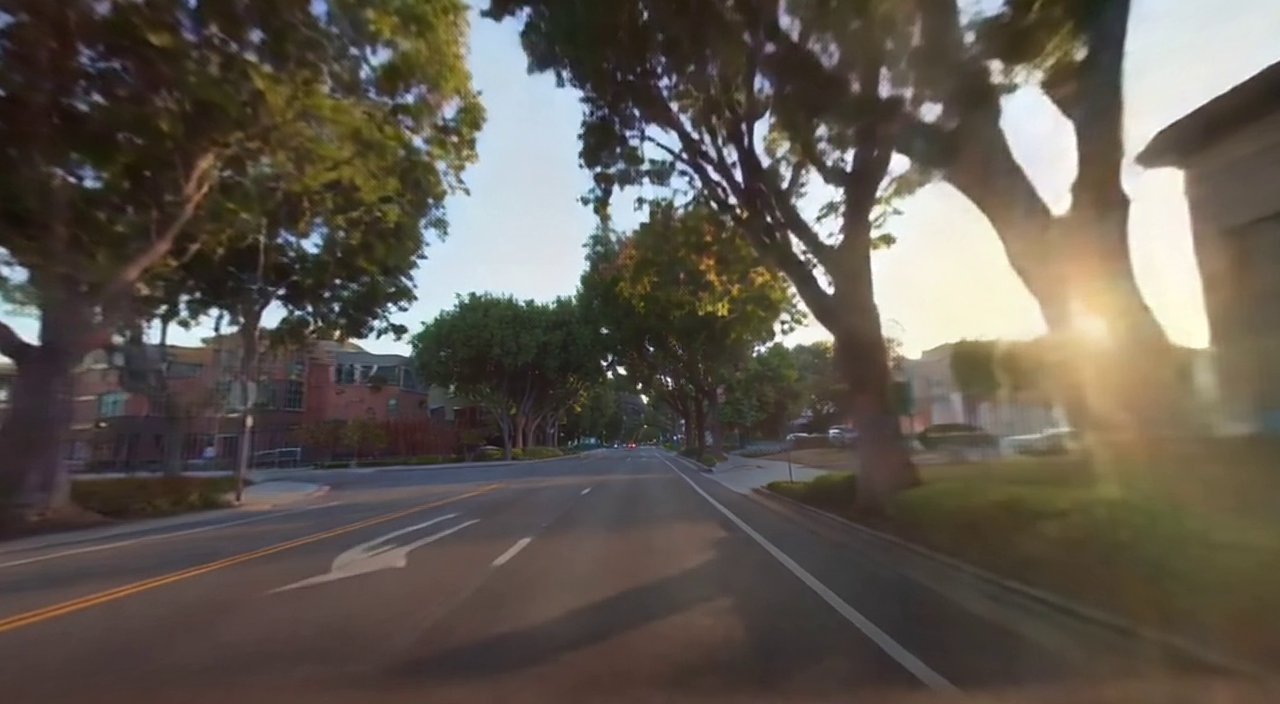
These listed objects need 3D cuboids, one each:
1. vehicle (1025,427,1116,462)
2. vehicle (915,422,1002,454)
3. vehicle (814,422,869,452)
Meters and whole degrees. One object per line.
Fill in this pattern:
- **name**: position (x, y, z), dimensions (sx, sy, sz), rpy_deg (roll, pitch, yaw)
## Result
- **vehicle**: position (20.691, 4.465, 30.504), dimensions (1.766, 1.560, 3.695), rpy_deg (0, -8, 0)
- **vehicle**: position (15.307, 4.193, 30.568), dimensions (1.866, 1.420, 4.447), rpy_deg (0, -9, 0)
- **vehicle**: position (11.891, 5.099, 37.531), dimensions (2.036, 1.636, 4.995), rpy_deg (0, -8, 5)
